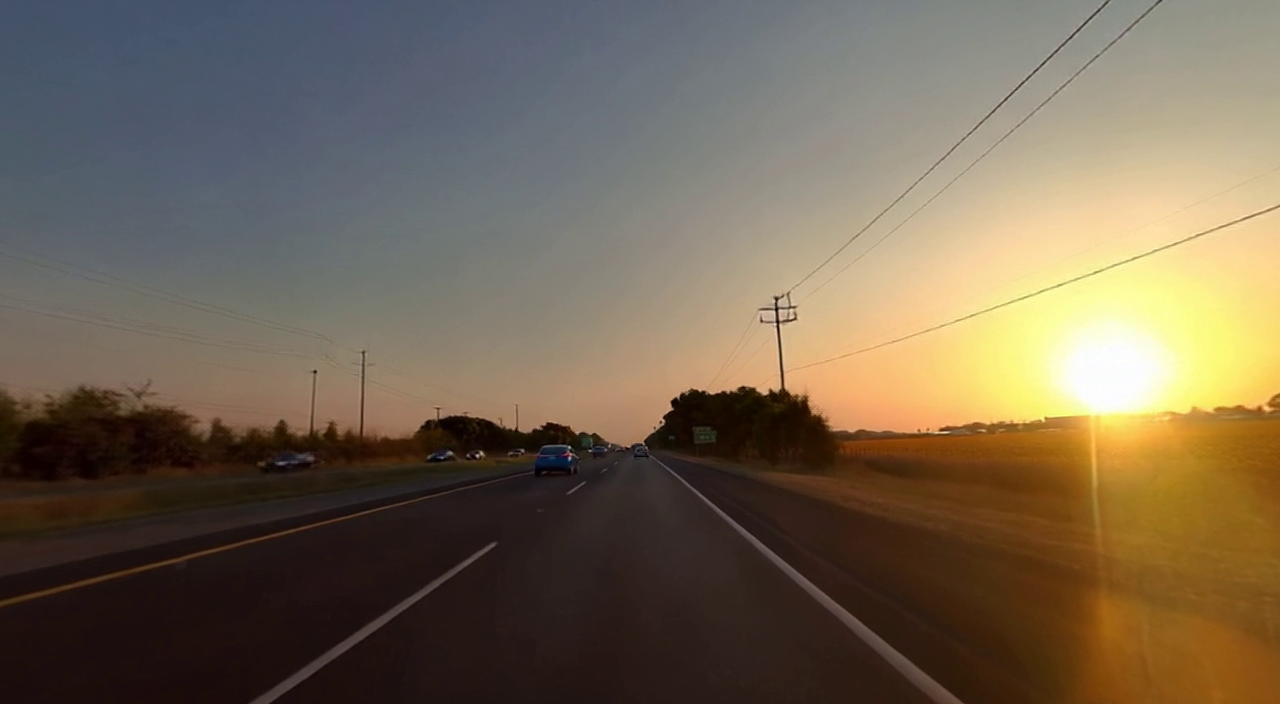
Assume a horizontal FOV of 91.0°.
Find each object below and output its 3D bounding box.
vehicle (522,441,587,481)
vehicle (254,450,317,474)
[{"bbox_3d":[-3.673,4.793,27.924,2.120,1.597,4.810,0,-9,1],"label":"vehicle"},{"bbox_3d":[-25.539,7.919,45.544,1.881,1.584,4.456,0,-9,0],"label":"vehicle"}]
